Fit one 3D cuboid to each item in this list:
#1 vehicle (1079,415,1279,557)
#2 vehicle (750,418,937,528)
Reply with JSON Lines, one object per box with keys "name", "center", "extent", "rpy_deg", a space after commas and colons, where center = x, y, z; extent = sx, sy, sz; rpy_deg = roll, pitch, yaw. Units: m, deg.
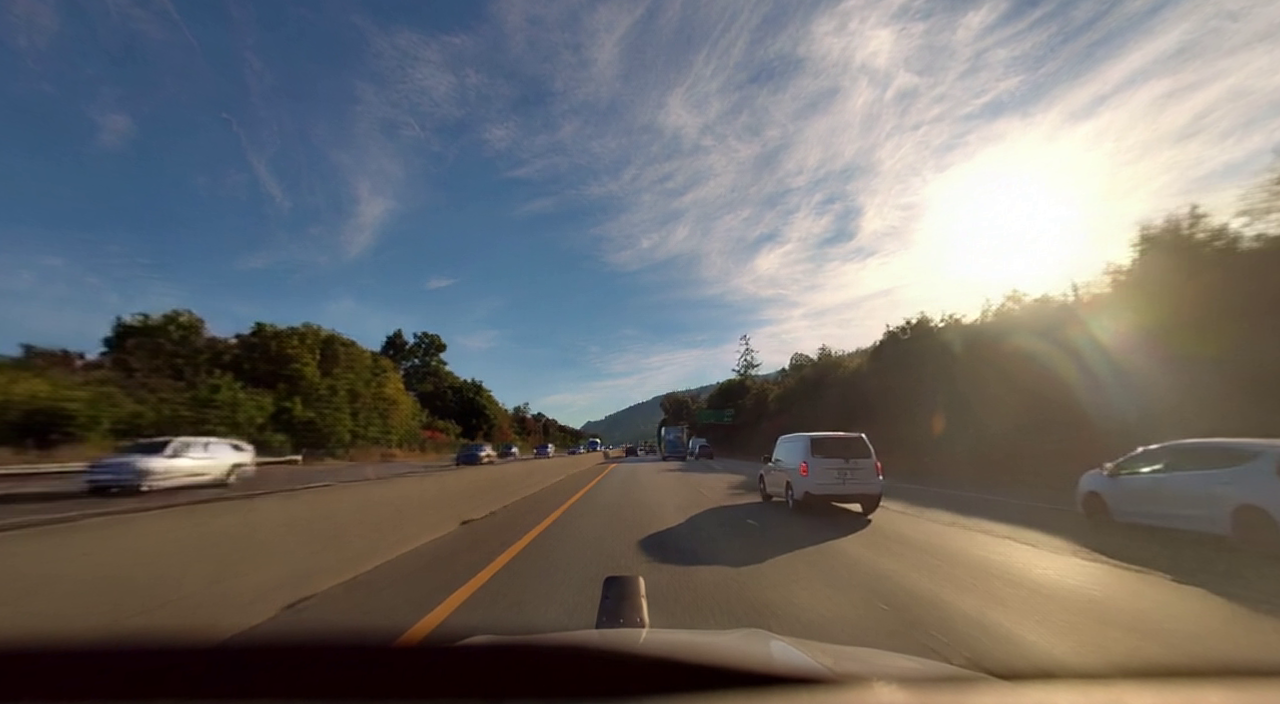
{"name": "vehicle", "center": [8.451, 1.709, 8.307], "extent": [2.018, 1.636, 4.510], "rpy_deg": [0, -9, -1]}
{"name": "vehicle", "center": [3.667, 2.296, 12.478], "extent": [2.070, 1.751, 4.576], "rpy_deg": [0, -9, -1]}
